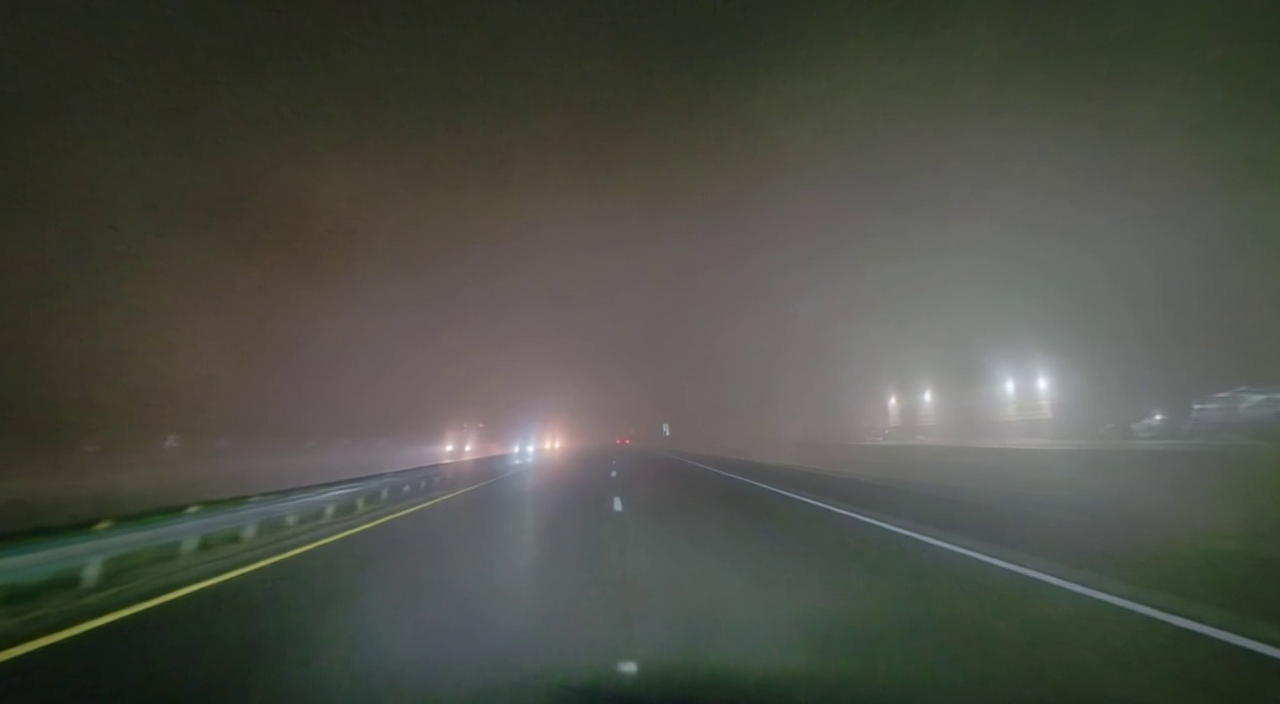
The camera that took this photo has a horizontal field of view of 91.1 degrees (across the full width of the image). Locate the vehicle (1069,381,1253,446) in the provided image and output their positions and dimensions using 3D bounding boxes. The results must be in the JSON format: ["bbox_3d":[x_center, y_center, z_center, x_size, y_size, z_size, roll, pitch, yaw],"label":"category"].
[{"bbox_3d":[39.154,5.027,48.576,2.885,4.199,14.850,0,-8,6],"label":"vehicle"}]

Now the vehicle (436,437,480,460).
[{"bbox_3d":[-13.142,6.987,45.601,1.887,1.558,4.261,0,-8,0],"label":"vehicle"}]
